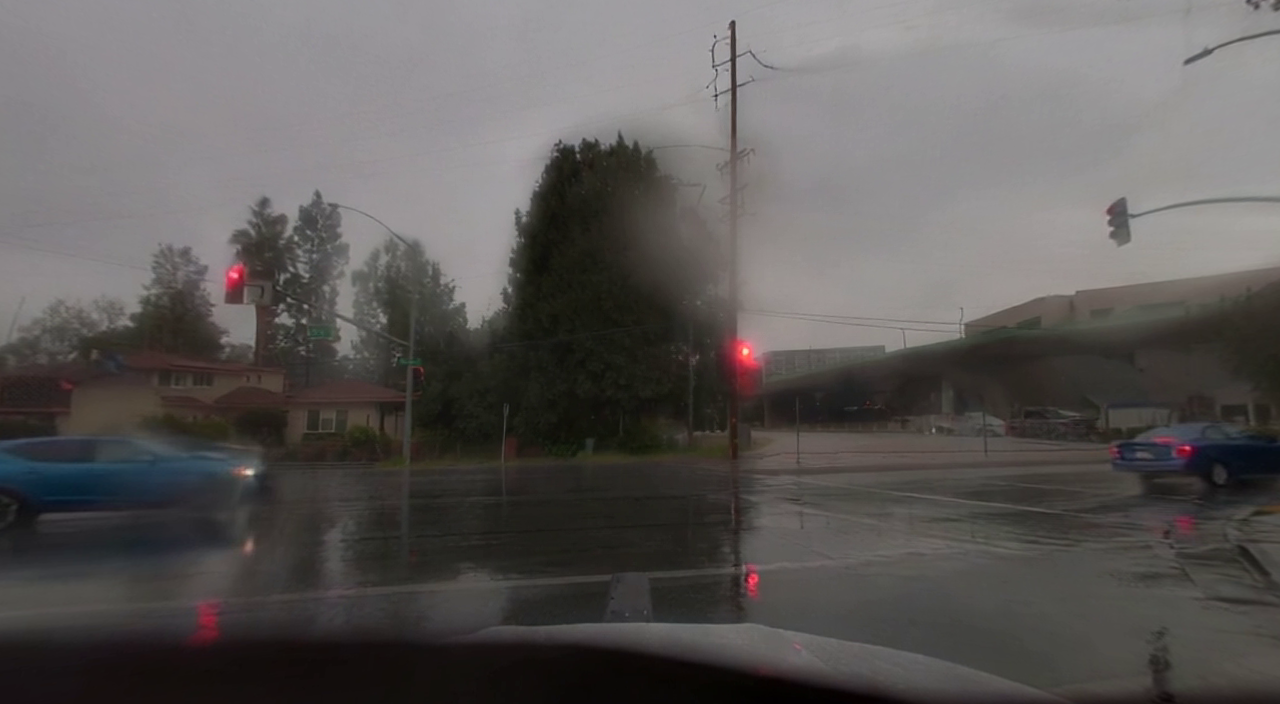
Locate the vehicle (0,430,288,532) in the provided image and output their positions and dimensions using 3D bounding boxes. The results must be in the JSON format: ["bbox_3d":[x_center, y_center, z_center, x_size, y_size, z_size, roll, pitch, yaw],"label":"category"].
[{"bbox_3d":[-8.767,2.079,10.523,4.610,1.476,2.021,2,-9,-15],"label":"vehicle"}]

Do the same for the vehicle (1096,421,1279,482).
[{"bbox_3d":[14.757,2.563,16.436,4.757,1.442,1.858,2,-9,-14],"label":"vehicle"}]
